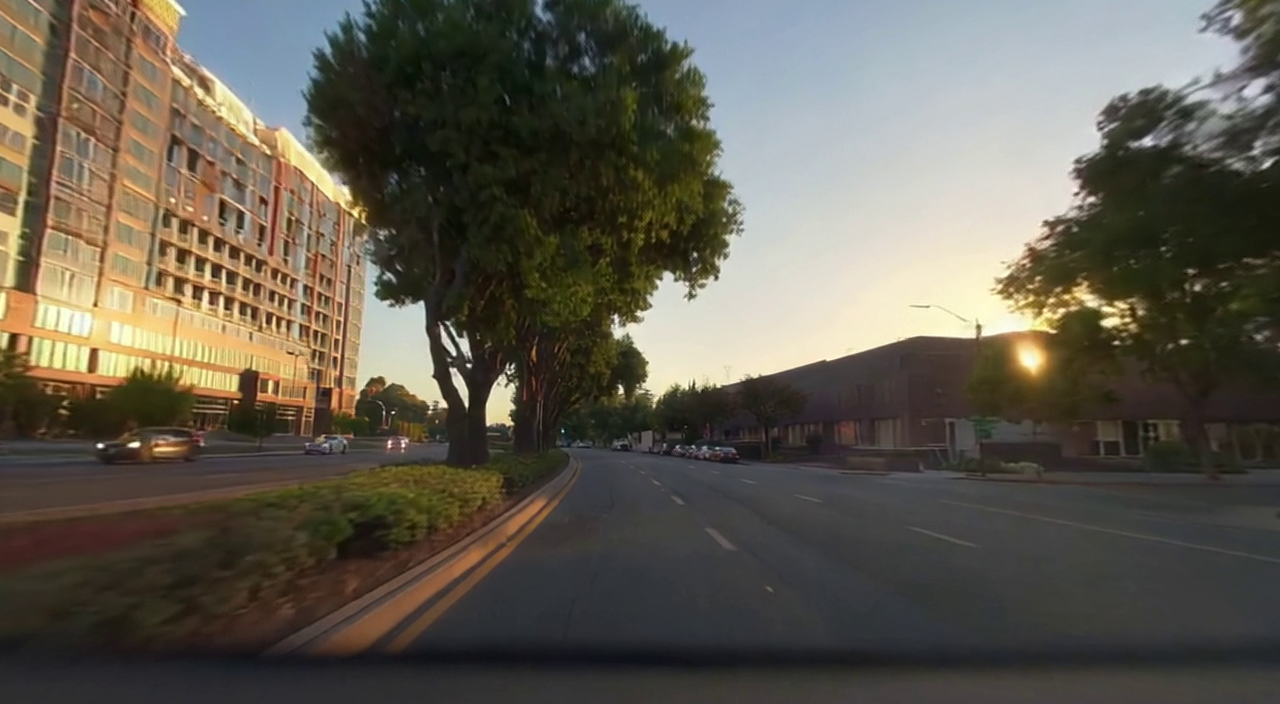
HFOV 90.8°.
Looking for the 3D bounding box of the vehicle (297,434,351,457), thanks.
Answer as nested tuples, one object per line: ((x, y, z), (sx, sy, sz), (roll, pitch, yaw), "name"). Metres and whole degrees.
((-20.762, 6.165, 41.693), (1.822, 1.453, 4.053), (1, -9, -6), "vehicle")

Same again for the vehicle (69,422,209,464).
((-19.219, 3.544, 24.564), (1.828, 1.445, 4.613), (1, -9, -3), "vehicle")

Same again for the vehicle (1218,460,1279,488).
((35.707, 6.932, 36.066), (4.154, 1.500, 1.953), (3, -9, -15), "vehicle")
